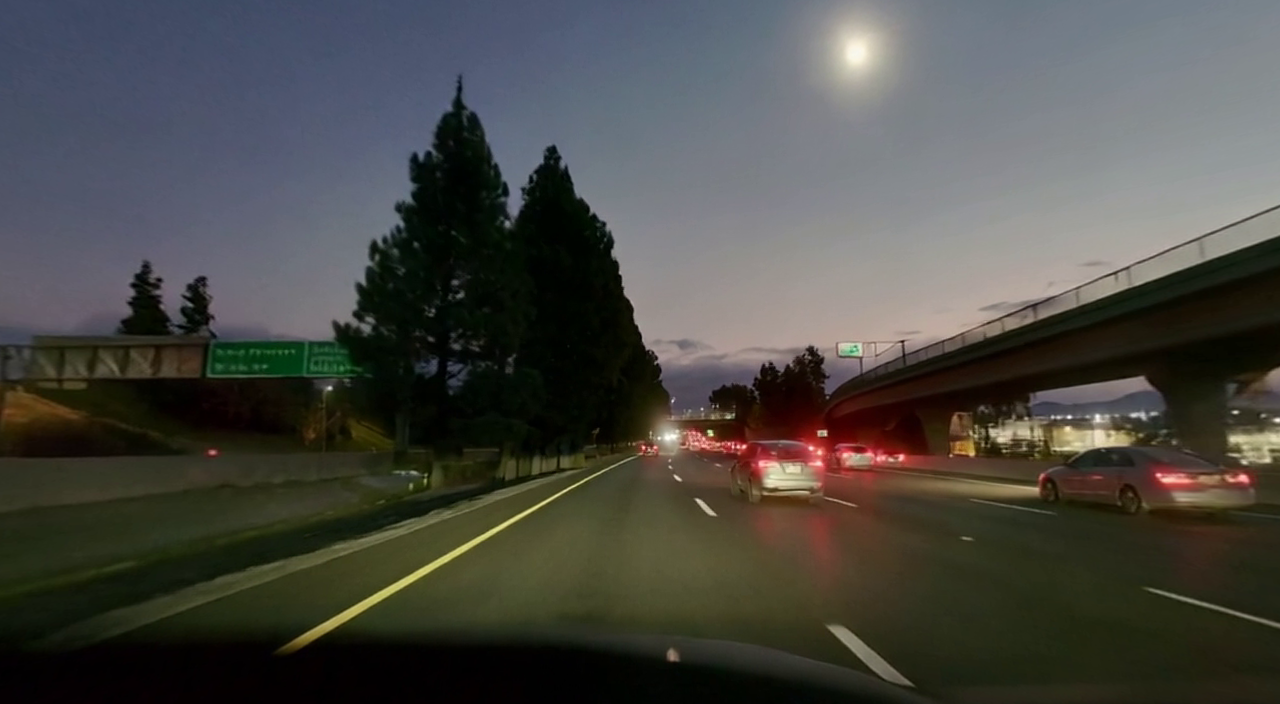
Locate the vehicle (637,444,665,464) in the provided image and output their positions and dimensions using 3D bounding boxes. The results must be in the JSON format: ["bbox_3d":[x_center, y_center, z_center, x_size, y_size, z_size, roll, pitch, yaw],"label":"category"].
[{"bbox_3d":[0.843,7.806,48.516,2.046,1.475,3.784,-1,-9,2],"label":"vehicle"}]

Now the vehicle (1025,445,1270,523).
[{"bbox_3d":[10.967,2.831,14.184,1.827,1.448,4.370,0,-9,-1],"label":"vehicle"}]

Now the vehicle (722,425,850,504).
[{"bbox_3d":[3.630,2.915,16.801,2.226,1.779,4.835,0,-9,0],"label":"vehicle"}]
